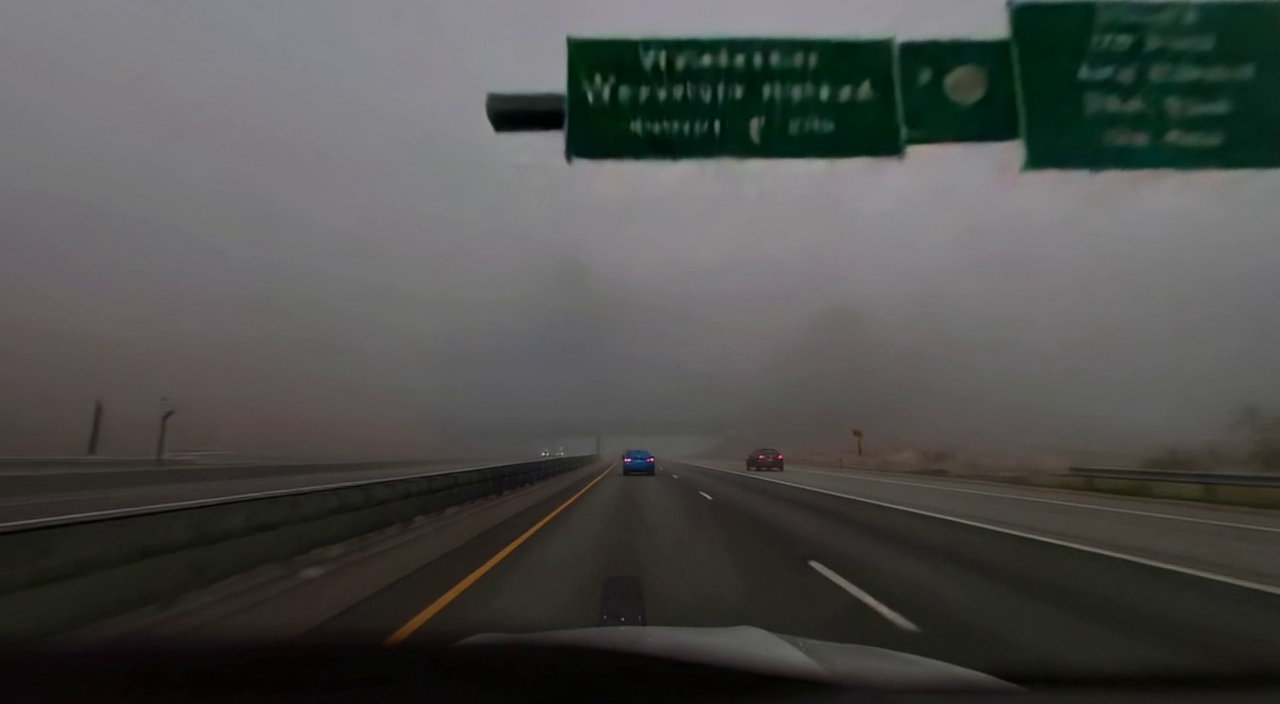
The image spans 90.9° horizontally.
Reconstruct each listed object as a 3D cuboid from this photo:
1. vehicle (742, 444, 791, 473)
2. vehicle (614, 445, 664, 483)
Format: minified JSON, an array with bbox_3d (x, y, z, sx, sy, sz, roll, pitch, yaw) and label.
[{"bbox_3d":[7.486,6.348,37.679,2.006,1.639,4.087,0,-9,-1],"label":"vehicle"},{"bbox_3d":[-0.084,4.932,28.022,2.069,1.523,4.012,0,-9,-1],"label":"vehicle"}]
